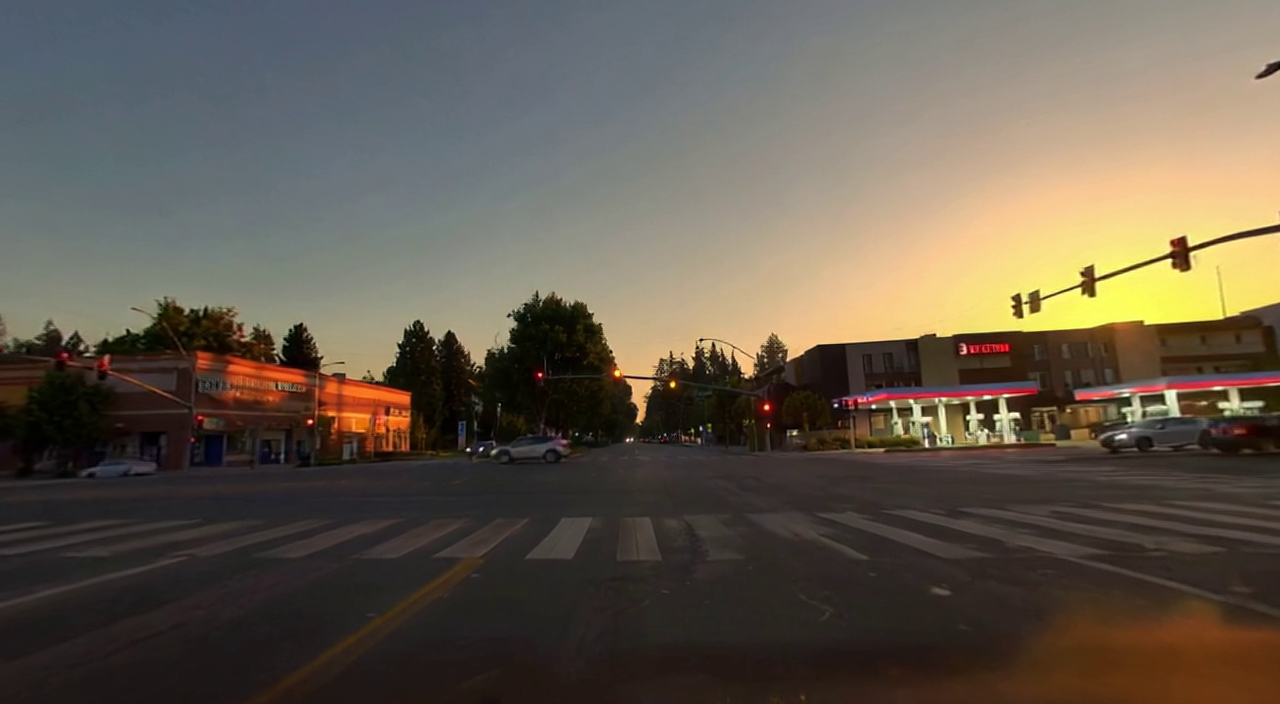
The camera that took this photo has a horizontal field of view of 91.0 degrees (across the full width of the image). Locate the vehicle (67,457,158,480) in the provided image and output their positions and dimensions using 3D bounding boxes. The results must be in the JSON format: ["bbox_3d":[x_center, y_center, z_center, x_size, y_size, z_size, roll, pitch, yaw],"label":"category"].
[{"bbox_3d":[-36.240,7.990,43.287,4.737,1.479,1.831,-1,-8,3],"label":"vehicle"}]

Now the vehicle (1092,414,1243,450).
[{"bbox_3d":[22.776,3.507,27.310,4.696,1.483,1.898,-1,-8,3],"label":"vehicle"}]

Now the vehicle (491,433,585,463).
[{"bbox_3d":[-6.739,6.398,41.858,5.789,1.893,2.169,-1,-8,4],"label":"vehicle"}]
